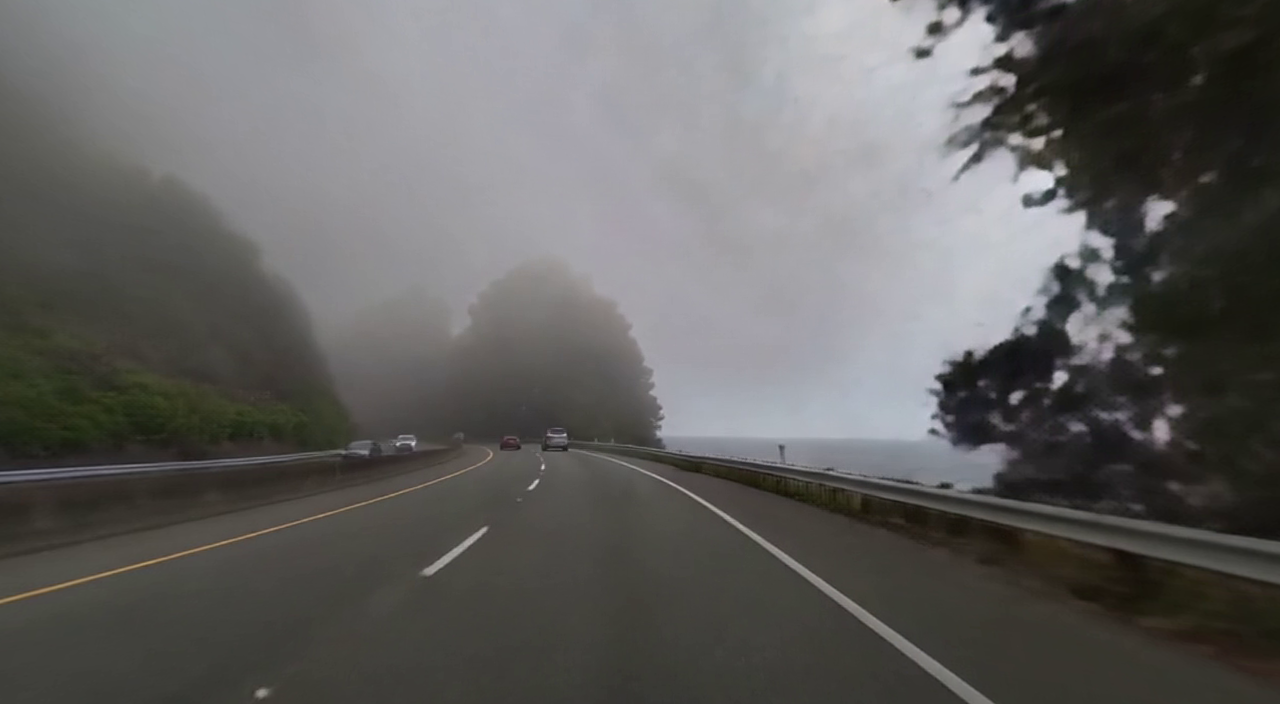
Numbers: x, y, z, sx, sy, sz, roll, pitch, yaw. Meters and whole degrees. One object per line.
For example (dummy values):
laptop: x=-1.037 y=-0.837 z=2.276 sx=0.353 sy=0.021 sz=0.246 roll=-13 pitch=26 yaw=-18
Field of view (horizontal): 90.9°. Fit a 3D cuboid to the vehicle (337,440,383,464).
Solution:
vehicle: x=-19.839 y=7.078 z=44.876 sx=1.929 sy=1.611 sz=4.479 roll=1 pitch=-8 yaw=-11
